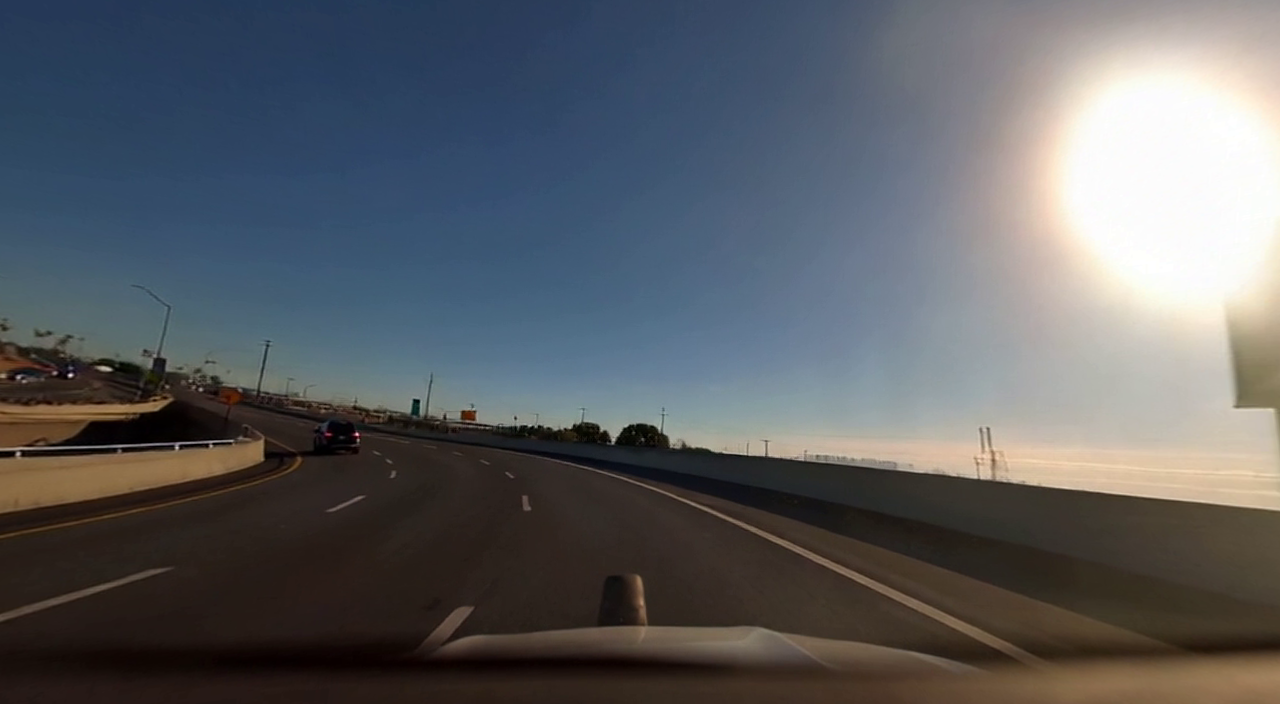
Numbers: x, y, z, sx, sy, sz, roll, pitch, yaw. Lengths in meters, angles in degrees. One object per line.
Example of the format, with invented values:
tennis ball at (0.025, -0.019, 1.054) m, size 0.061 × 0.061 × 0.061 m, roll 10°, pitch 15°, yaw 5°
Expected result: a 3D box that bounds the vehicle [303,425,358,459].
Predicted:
vehicle at (-15.714, 4.557, 31.814) m, size 2.234 × 1.588 × 4.484 m, roll 5°, pitch -10°, yaw -27°
